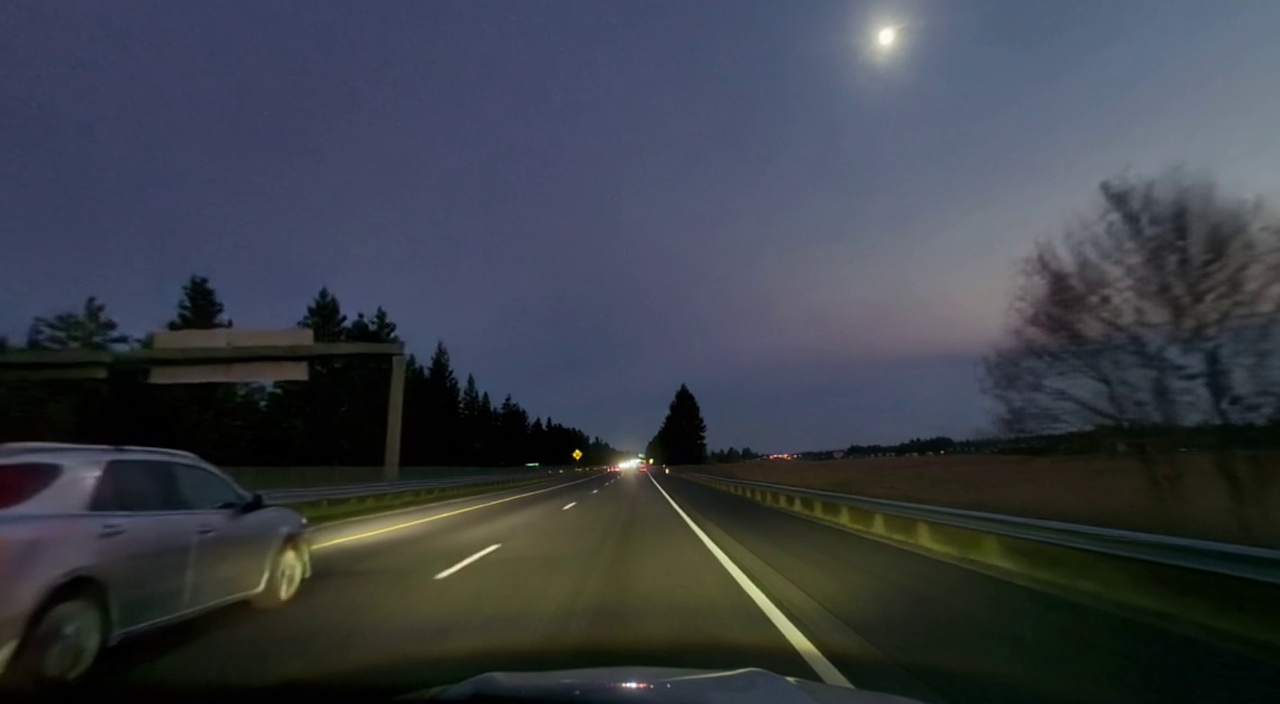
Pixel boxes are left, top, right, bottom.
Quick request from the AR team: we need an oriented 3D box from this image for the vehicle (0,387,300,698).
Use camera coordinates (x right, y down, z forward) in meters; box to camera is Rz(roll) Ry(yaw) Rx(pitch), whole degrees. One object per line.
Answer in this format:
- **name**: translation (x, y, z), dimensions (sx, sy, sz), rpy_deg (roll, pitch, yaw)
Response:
- **vehicle**: translation (-4.434, 1.138, 4.074), dimensions (2.042, 1.629, 4.276), rpy_deg (1, -10, 0)
